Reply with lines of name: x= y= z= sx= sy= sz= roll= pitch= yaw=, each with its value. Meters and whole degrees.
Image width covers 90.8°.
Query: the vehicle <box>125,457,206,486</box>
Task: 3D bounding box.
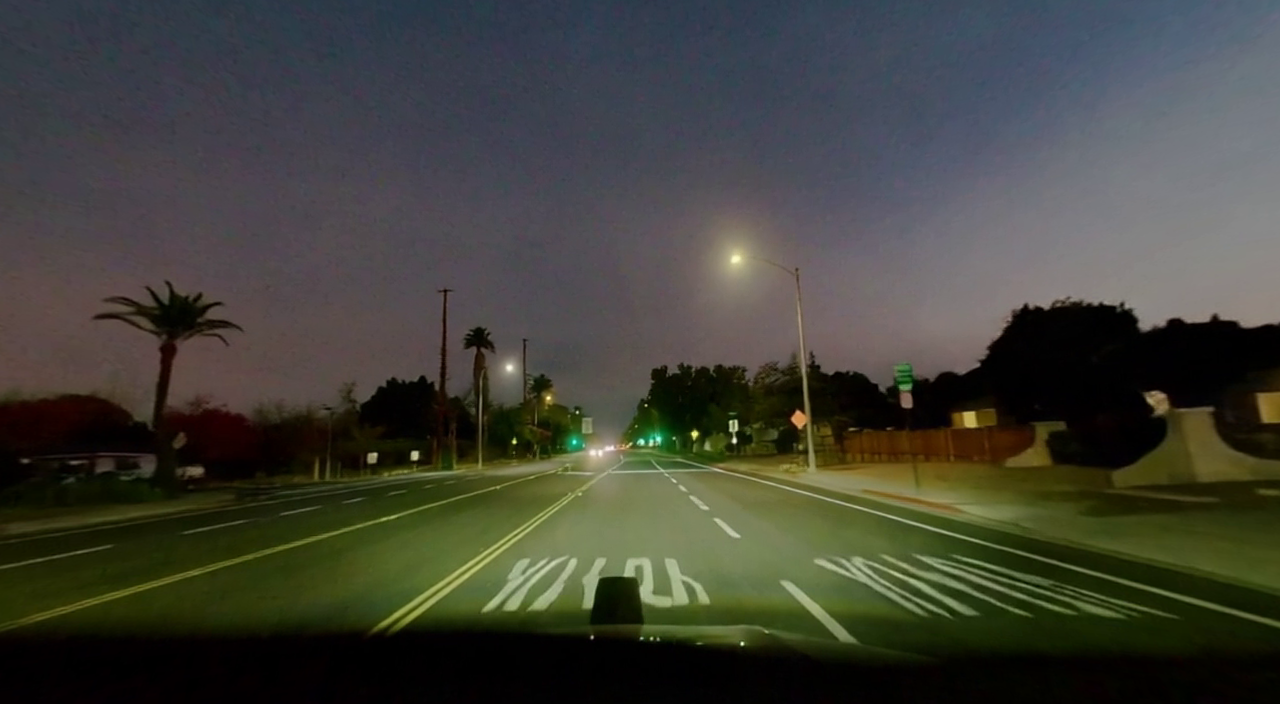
vehicle: x=-30.067 y=7.571 z=40.233 sx=1.914 sy=1.709 sz=4.579 roll=1 pitch=-9 yaw=-5

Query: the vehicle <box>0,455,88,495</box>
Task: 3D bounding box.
vehicle: x=-38.468 y=7.798 z=40.528 sx=1.950 sy=2.284 sz=4.544 roll=0 pitch=-8 yaw=-2

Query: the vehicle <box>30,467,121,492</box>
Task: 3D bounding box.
vehicle: x=-35.717 y=8.061 z=40.140 sx=1.783 sy=1.440 sz=4.423 roll=0 pitch=-9 yaw=-2
